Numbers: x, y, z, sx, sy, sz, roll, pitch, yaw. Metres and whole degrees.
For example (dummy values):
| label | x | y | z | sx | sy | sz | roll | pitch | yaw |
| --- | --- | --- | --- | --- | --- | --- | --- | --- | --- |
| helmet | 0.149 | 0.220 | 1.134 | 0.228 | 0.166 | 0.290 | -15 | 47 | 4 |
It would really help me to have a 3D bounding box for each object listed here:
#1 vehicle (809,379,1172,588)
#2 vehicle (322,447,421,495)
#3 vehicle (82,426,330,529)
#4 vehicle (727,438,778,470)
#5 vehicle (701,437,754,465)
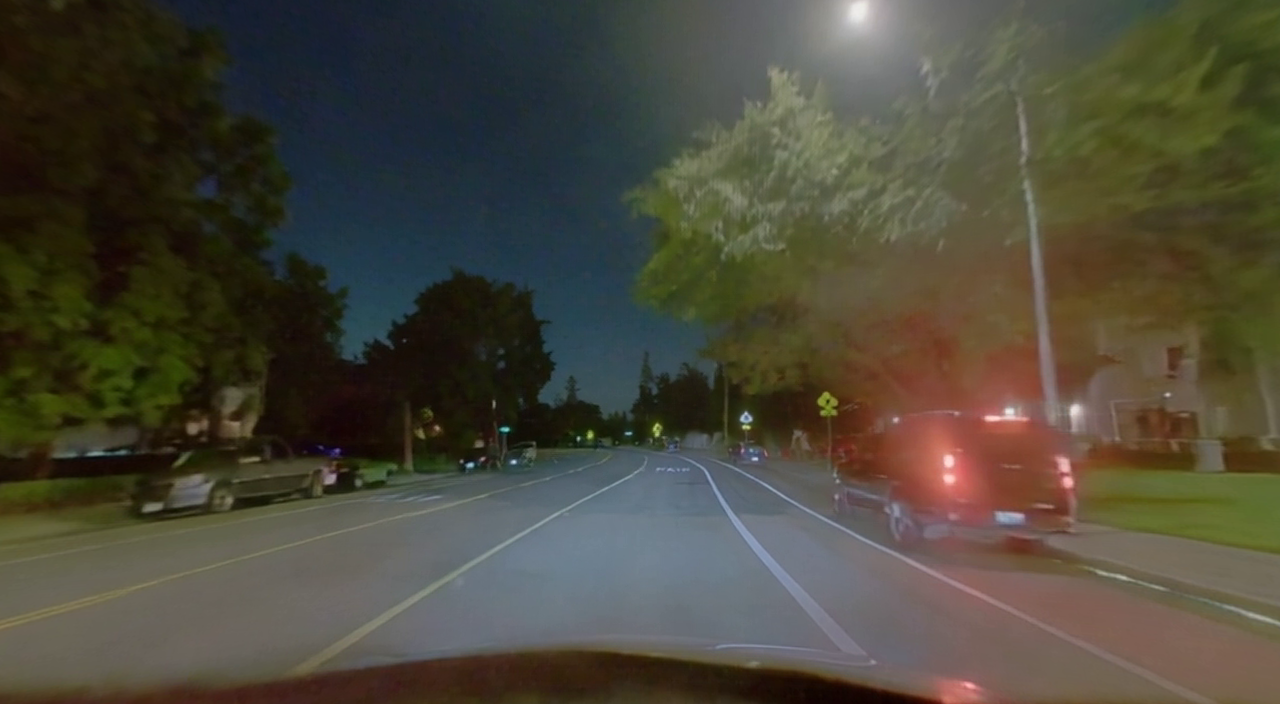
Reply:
| label | x | y | z | sx | sy | sz | roll | pitch | yaw |
| --- | --- | --- | --- | --- | --- | --- | --- | --- | --- |
| vehicle | 4.753 | 1.910 | 10.350 | 2.574 | 2.156 | 6.672 | 2 | -8 | 4 |
| vehicle | -10.178 | 4.498 | 24.174 | 1.967 | 1.488 | 4.216 | -5 | -9 | -1 |
| vehicle | -10.695 | 3.109 | 16.279 | 2.450 | 1.998 | 5.367 | -5 | -9 | 3 |
| vehicle | 7.138 | 6.533 | 40.581 | 1.954 | 1.732 | 6.409 | 4 | -8 | -1 |
| vehicle | 6.522 | 7.491 | 47.841 | 2.402 | 1.889 | 6.910 | 4 | -9 | -5 |
